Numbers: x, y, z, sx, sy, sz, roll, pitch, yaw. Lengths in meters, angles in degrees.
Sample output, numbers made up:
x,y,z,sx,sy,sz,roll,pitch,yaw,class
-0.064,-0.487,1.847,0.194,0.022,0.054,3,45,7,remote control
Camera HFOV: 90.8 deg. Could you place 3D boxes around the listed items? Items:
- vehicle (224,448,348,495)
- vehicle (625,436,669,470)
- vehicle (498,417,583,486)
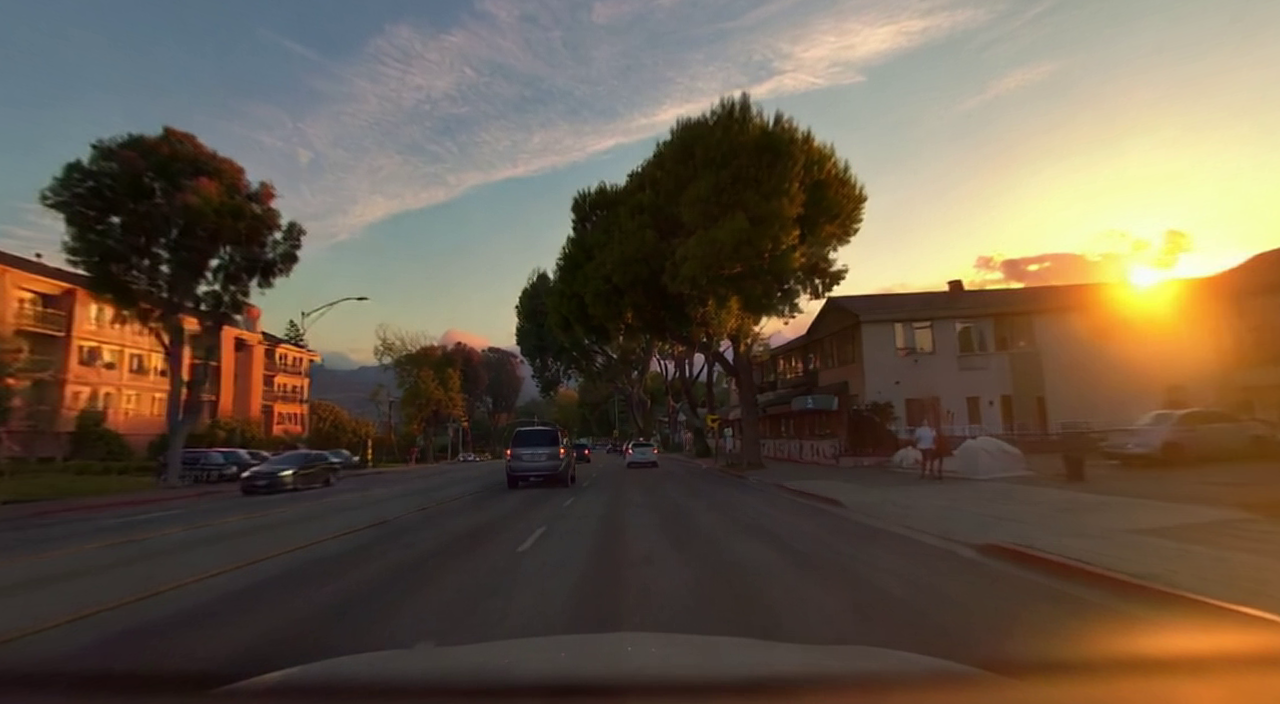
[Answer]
x,y,z,sx,sy,sz,roll,pitch,yaw,class
-13.228,4.464,24.078,2.055,1.546,5.019,0,-8,-4,vehicle
0.304,5.347,33.676,2.126,1.657,4.132,0,-8,-3,vehicle
-3.342,3.499,22.364,2.213,2.123,5.124,0,-8,-1,vehicle
